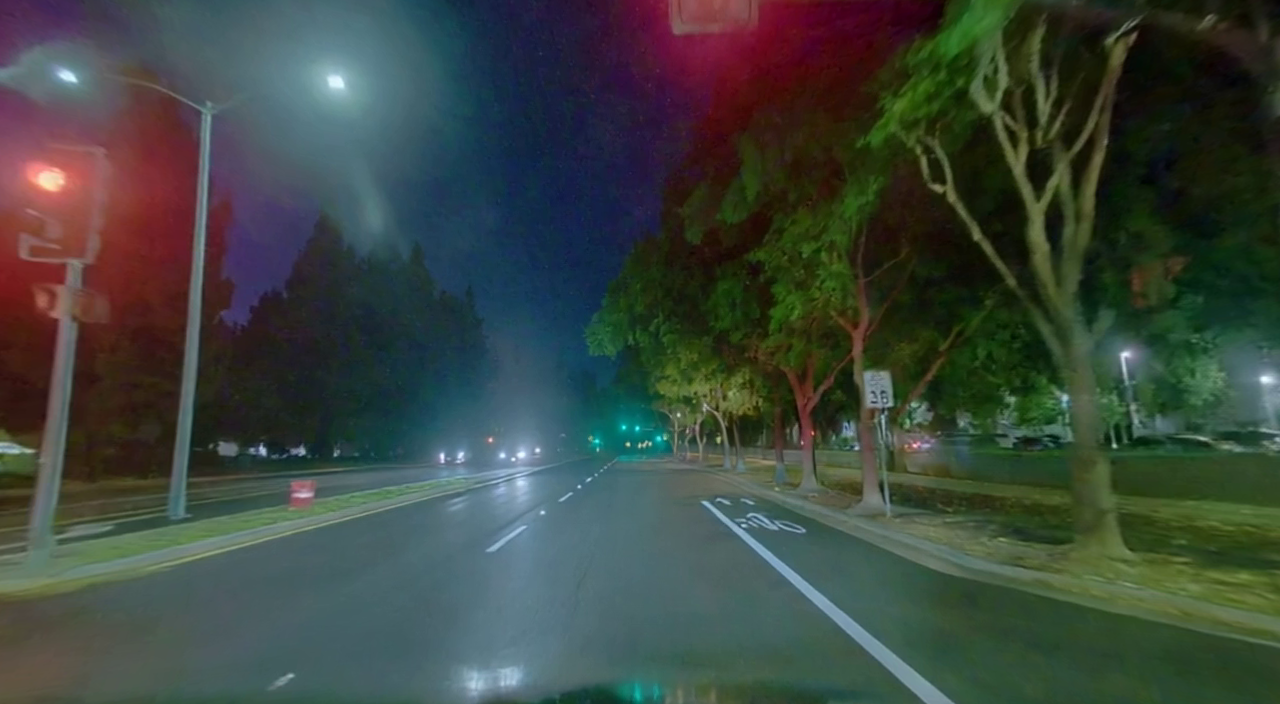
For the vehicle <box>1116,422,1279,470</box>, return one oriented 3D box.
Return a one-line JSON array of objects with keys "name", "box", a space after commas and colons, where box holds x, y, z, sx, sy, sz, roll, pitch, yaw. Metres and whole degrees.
[{"name": "vehicle", "box": [20.121, 3.447, 22.951, 1.963, 1.466, 4.355, -3, -9, -1]}]
